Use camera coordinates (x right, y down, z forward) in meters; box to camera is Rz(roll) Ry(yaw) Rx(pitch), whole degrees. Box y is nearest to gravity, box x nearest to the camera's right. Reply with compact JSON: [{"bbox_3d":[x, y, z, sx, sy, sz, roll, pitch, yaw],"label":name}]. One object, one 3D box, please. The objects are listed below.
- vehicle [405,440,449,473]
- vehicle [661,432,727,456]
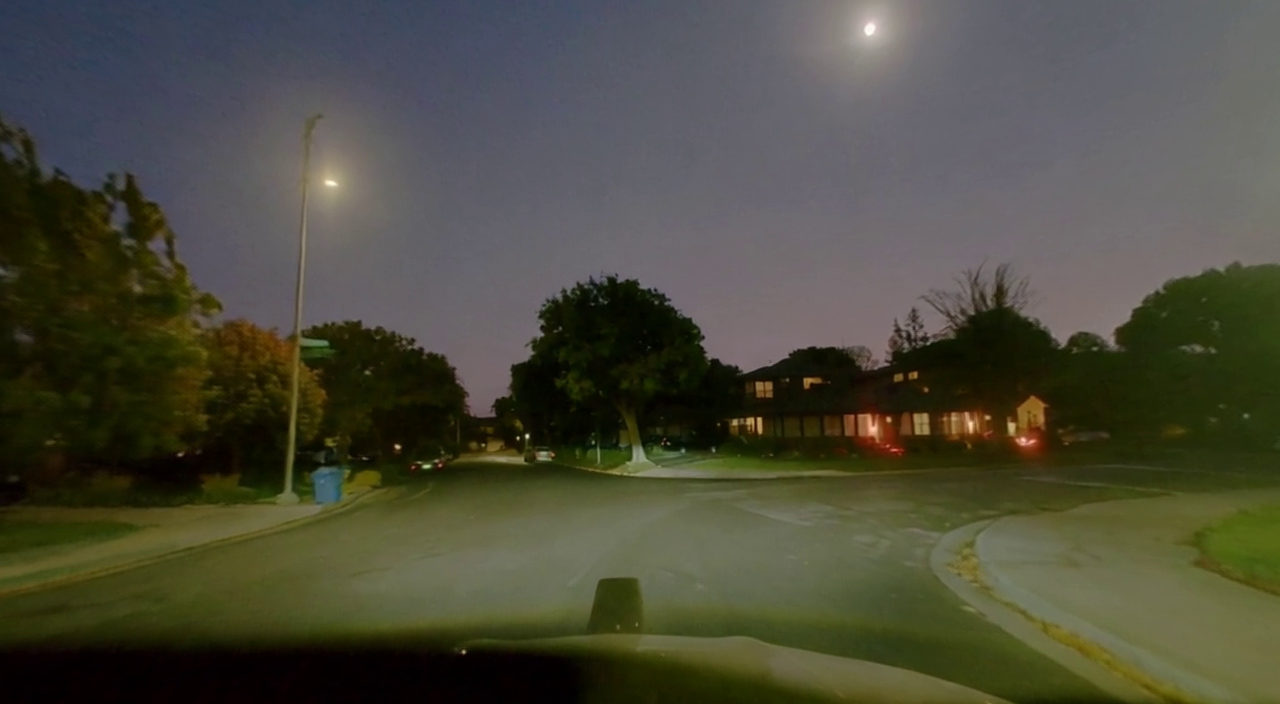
[{"bbox_3d":[-12.815,6.327,38.326,2.152,1.826,4.725,2,-9,-15],"label":"vehicle"},{"bbox_3d":[3.773,6.503,44.479,4.241,1.597,1.833,2,-9,-15],"label":"vehicle"}]
